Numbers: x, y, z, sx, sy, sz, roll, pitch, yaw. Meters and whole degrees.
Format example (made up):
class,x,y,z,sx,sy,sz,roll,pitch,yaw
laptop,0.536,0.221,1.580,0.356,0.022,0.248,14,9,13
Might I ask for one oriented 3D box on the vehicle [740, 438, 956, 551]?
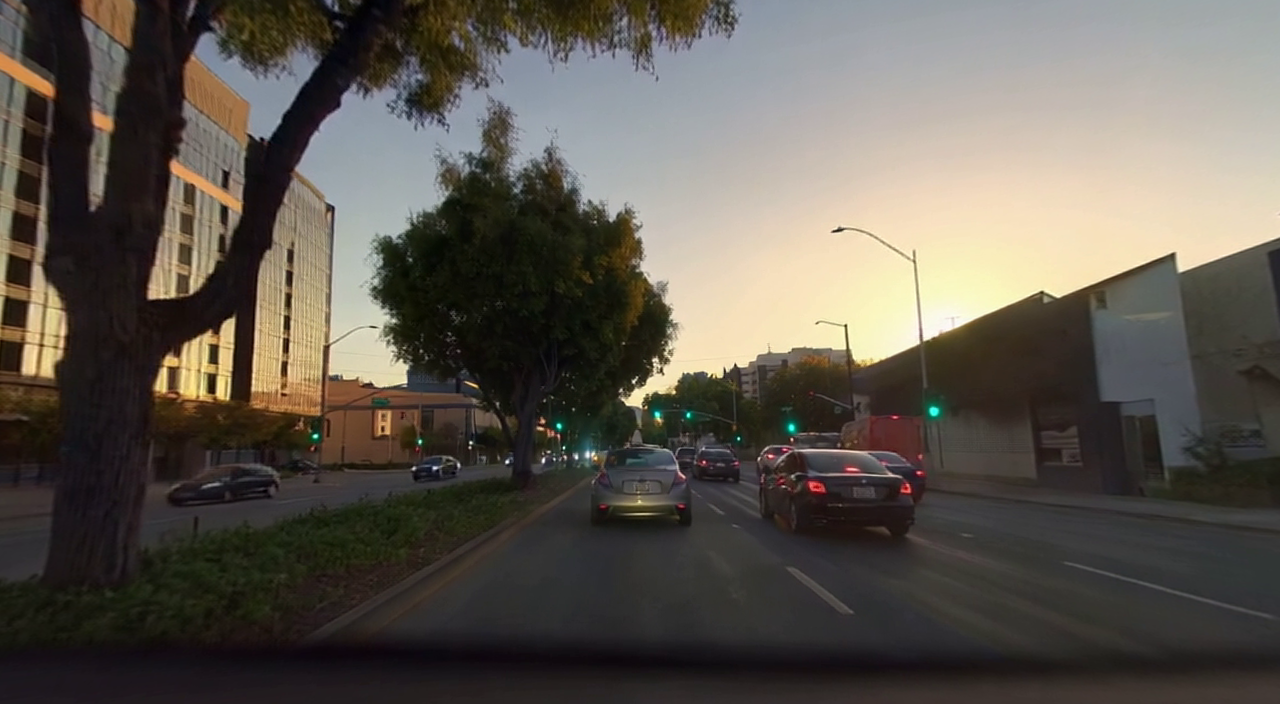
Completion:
class,x,y,z,sx,sy,sz,roll,pitch,yaw
vehicle,3.134,2.232,10.712,1.995,1.483,4.533,0,-8,-2

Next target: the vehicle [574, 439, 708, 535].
class,x,y,z,sx,sy,sz,roll,pitch,yaw
vehicle,-0.034,2.435,12.052,2.105,1.474,4.127,0,-8,-1

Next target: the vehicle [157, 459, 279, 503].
class,x,y,z,sx,sy,sz,roll,pitch,yaw
vehicle,-16.429,5.008,24.914,1.864,1.489,4.346,0,-8,-1

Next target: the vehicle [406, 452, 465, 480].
class,x,y,z,sx,sy,sz,roll,pitch,yaw
vehicle,-12.454,6.966,38.779,2.020,1.533,4.620,0,-8,0
